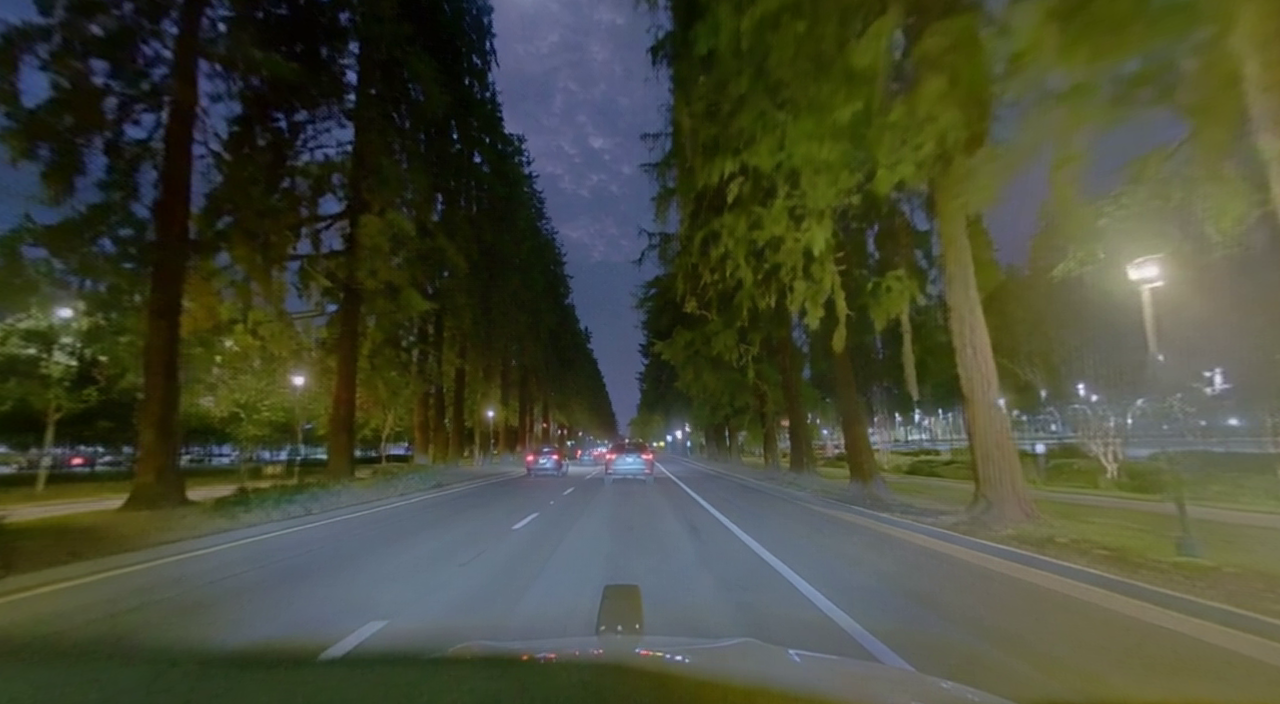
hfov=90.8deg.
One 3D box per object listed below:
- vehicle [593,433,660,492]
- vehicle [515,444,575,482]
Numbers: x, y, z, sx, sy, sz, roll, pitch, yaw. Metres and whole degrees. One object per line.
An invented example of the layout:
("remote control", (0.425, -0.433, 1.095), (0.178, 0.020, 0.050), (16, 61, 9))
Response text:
("vehicle", (-0.411, 3.620, 21.039), (2.018, 1.769, 3.897), (0, -8, 0))
("vehicle", (-4.096, 4.823, 27.830), (1.936, 1.538, 4.016), (0, -8, 1))
